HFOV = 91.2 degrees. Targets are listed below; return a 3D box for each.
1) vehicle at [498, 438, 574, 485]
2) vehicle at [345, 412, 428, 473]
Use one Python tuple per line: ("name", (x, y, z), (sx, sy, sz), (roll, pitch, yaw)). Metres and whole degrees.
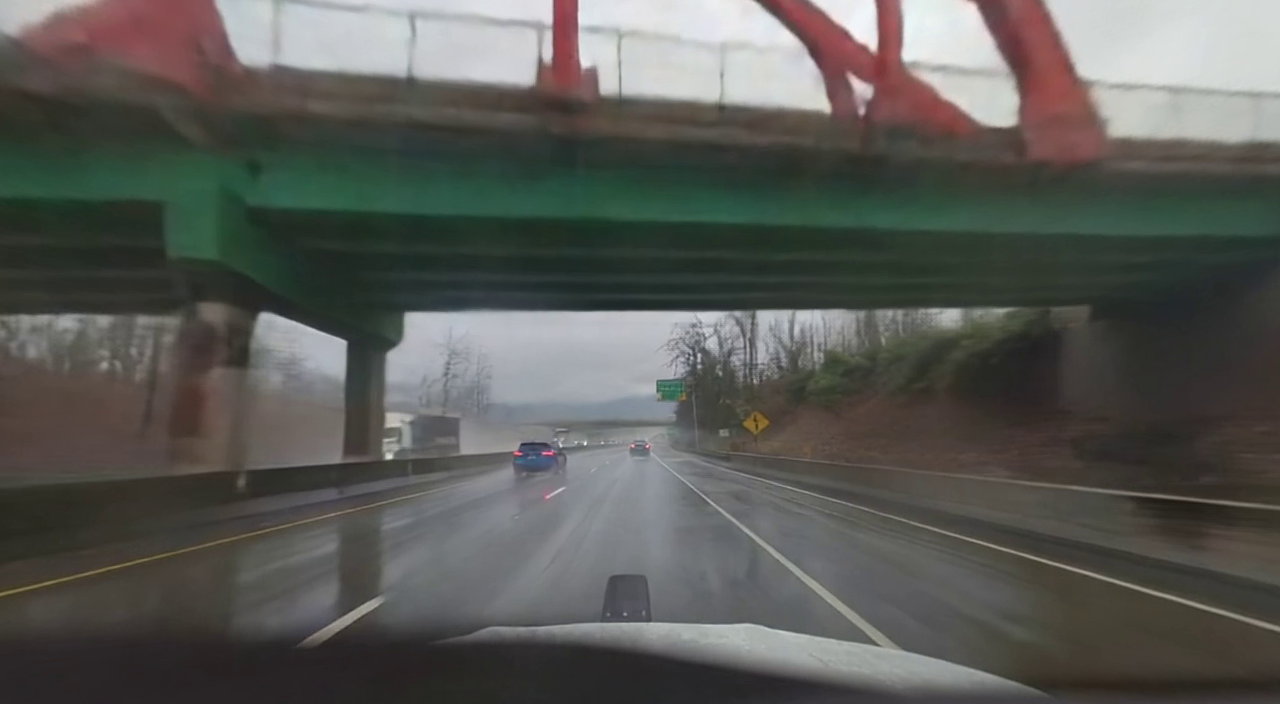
("vehicle", (-3.778, 4.054, 23.516), (2.052, 1.556, 4.405), (0, -8, 0))
("vehicle", (-18.264, 6.555, 45.770), (3.043, 4.057, 6.636), (0, -8, 1))
